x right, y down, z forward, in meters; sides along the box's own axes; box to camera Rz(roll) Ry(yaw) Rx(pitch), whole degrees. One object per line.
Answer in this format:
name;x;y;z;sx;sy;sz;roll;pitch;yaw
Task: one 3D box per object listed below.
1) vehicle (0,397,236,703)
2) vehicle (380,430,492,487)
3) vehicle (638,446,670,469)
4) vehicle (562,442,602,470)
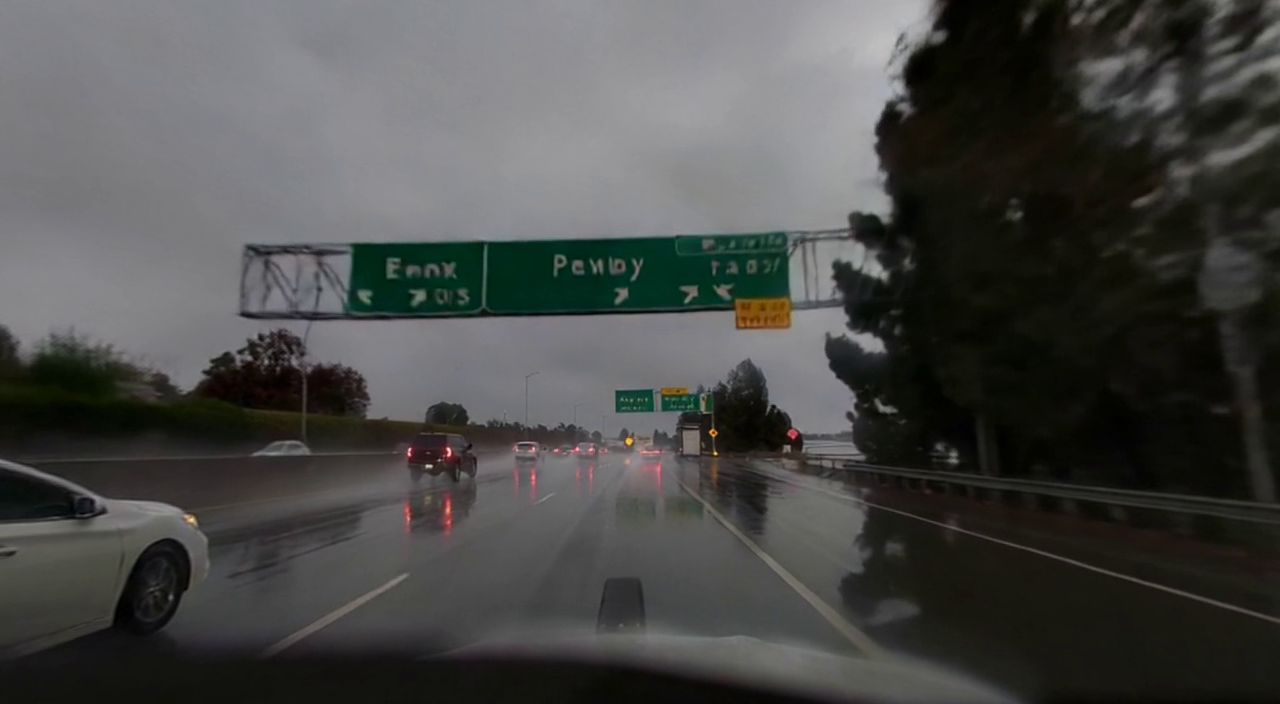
vehicle;-4.191;0.917;2.566;2.027;1.547;4.511;0;-9;1
vehicle;-7.511;3.979;23.924;2.250;1.870;5.647;0;-9;1
vehicle;1.009;7.484;44.901;2.153;1.510;4.646;0;-9;2
vehicle;-3.787;6.856;41.696;2.132;1.708;4.571;0;-9;1
